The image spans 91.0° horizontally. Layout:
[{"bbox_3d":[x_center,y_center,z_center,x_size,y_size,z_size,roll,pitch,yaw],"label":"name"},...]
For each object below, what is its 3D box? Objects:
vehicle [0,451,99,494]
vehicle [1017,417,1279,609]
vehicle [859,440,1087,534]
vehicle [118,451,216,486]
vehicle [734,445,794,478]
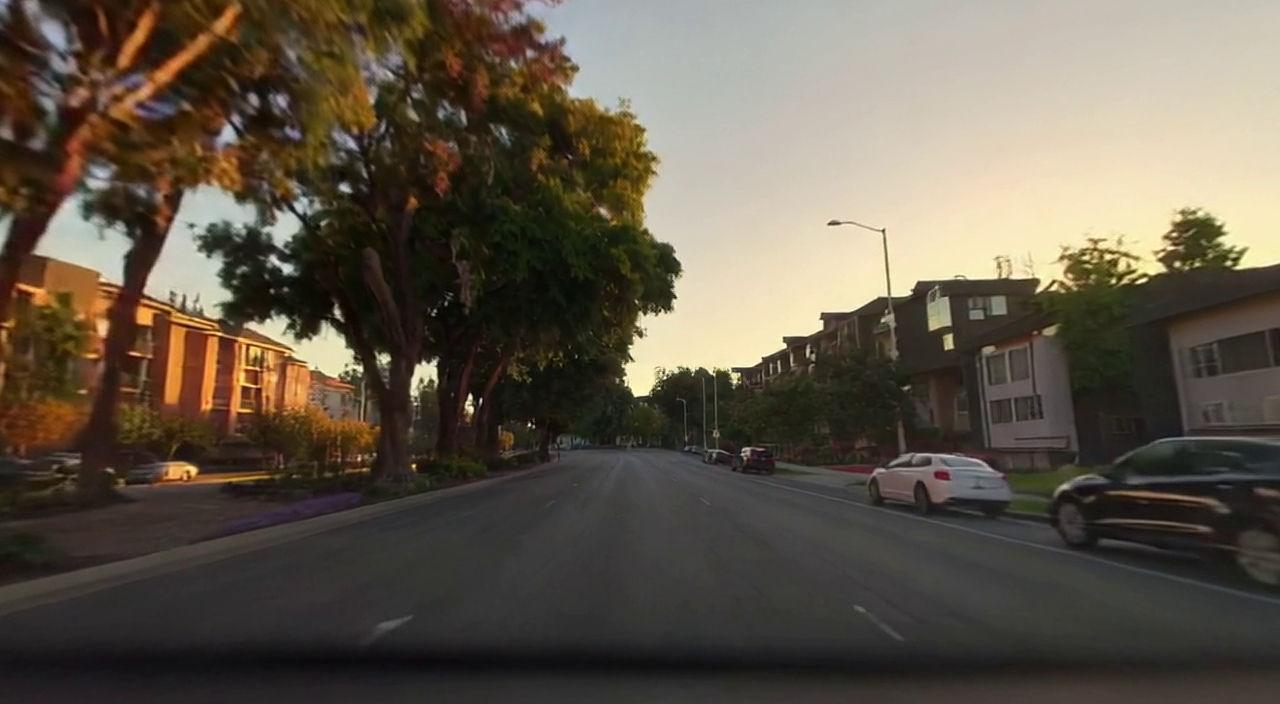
[{"bbox_3d":[-26.062,5.148,27.137,1.781,1.666,4.238,0,-9,-3],"label":"vehicle"},{"bbox_3d":[6.613,1.616,6.877,2.060,1.672,4.556,0,-9,-1],"label":"vehicle"},{"bbox_3d":[6.581,2.698,13.337,1.956,1.487,5.176,-3,-9,0],"label":"vehicle"},{"bbox_3d":[-25.772,6.326,34.492,2.000,1.696,4.318,0,-9,0],"label":"vehicle"},{"bbox_3d":[6.182,5.497,31.982,2.056,1.528,4.816,0,-9,0],"label":"vehicle"}]
